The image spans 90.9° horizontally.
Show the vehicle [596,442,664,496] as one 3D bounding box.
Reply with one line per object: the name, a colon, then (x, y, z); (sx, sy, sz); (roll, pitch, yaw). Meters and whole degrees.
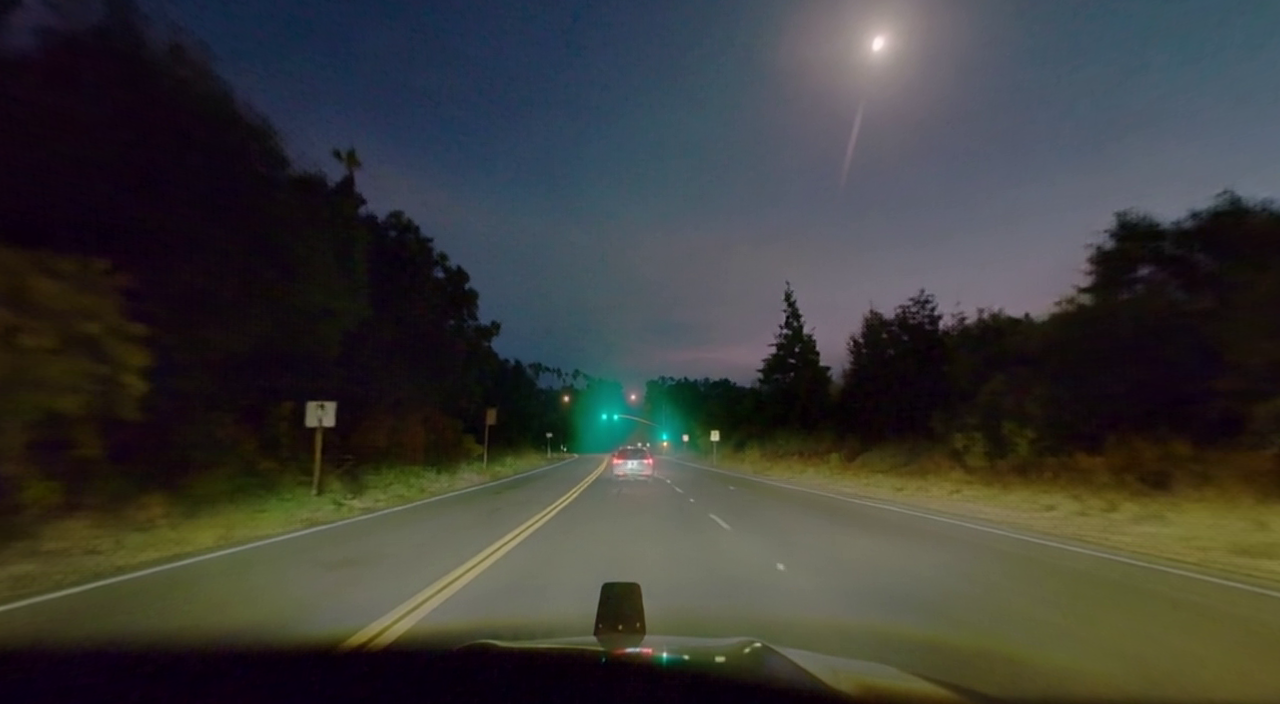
vehicle: (-0.357, 3.842, 20.966); (2.037, 1.601, 3.643); (0, -9, -2)
